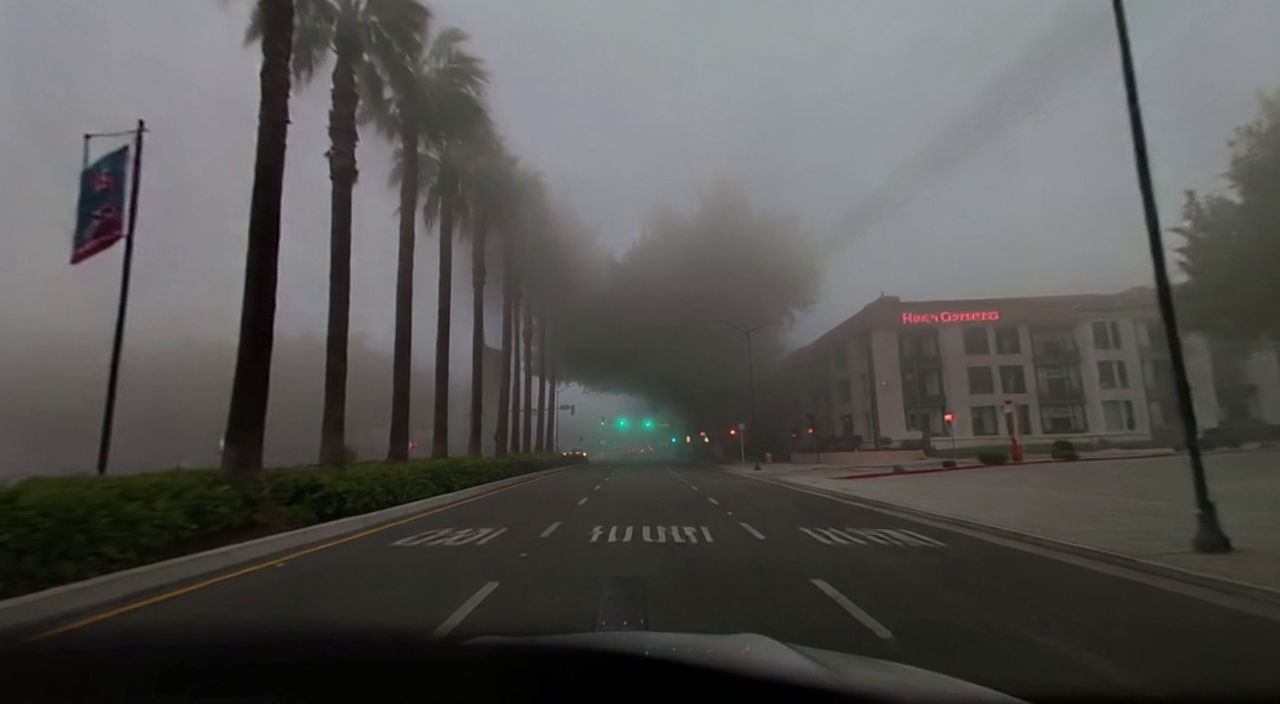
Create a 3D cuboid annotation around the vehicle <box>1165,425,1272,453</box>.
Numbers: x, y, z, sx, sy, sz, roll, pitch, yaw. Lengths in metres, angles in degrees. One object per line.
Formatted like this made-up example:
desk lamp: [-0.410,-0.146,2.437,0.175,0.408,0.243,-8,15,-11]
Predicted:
vehicle: [34.436,5.217,37.723,1.820,1.571,4.697,0,-8,-3]
